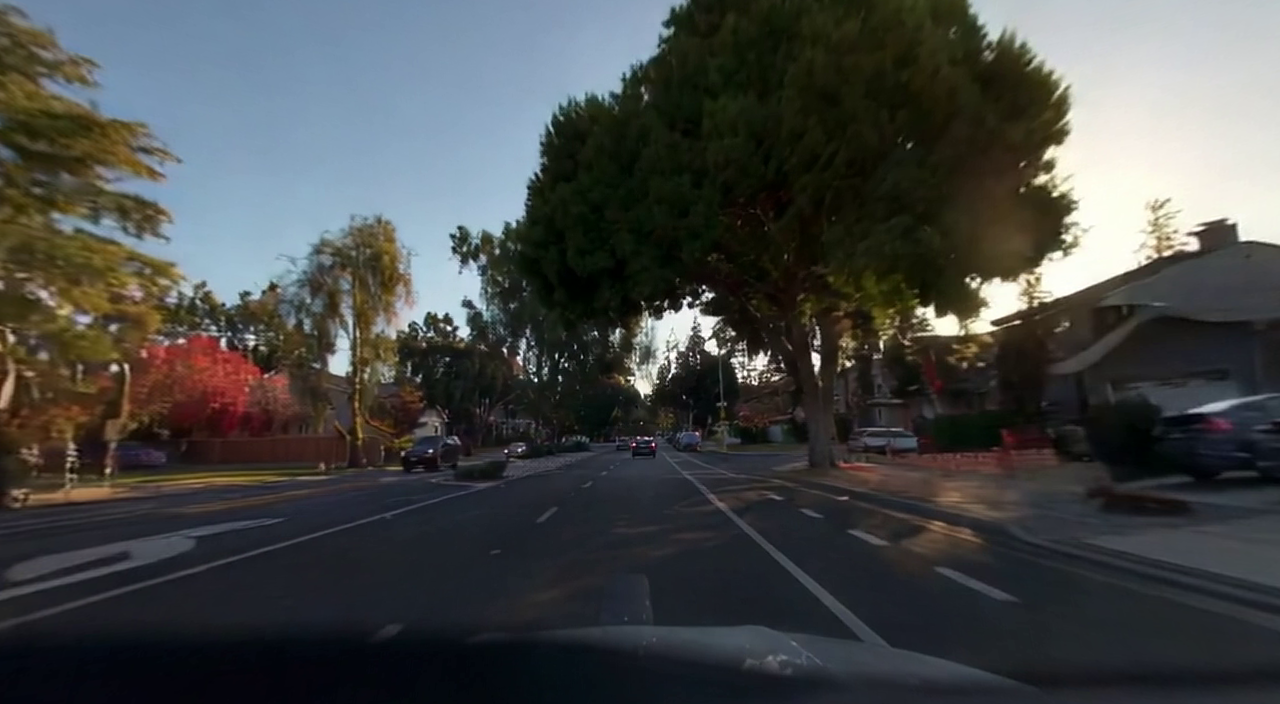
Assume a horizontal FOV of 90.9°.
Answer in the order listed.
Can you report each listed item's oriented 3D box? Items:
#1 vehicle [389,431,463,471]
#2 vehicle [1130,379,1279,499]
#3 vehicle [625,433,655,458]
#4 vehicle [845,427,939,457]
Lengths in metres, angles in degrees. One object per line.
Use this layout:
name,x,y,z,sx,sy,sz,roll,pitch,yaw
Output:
vehicle,-11.339,5.299,33.855,2.163,1.943,5.035,0,-8,0
vehicle,12.154,1.434,11.314,4.722,1.901,2.079,-4,-9,3
vehicle,-0.035,6.616,44.599,2.024,1.655,4.301,0,-8,0
vehicle,14.748,5.318,37.102,4.663,1.677,1.934,0,-8,-2
